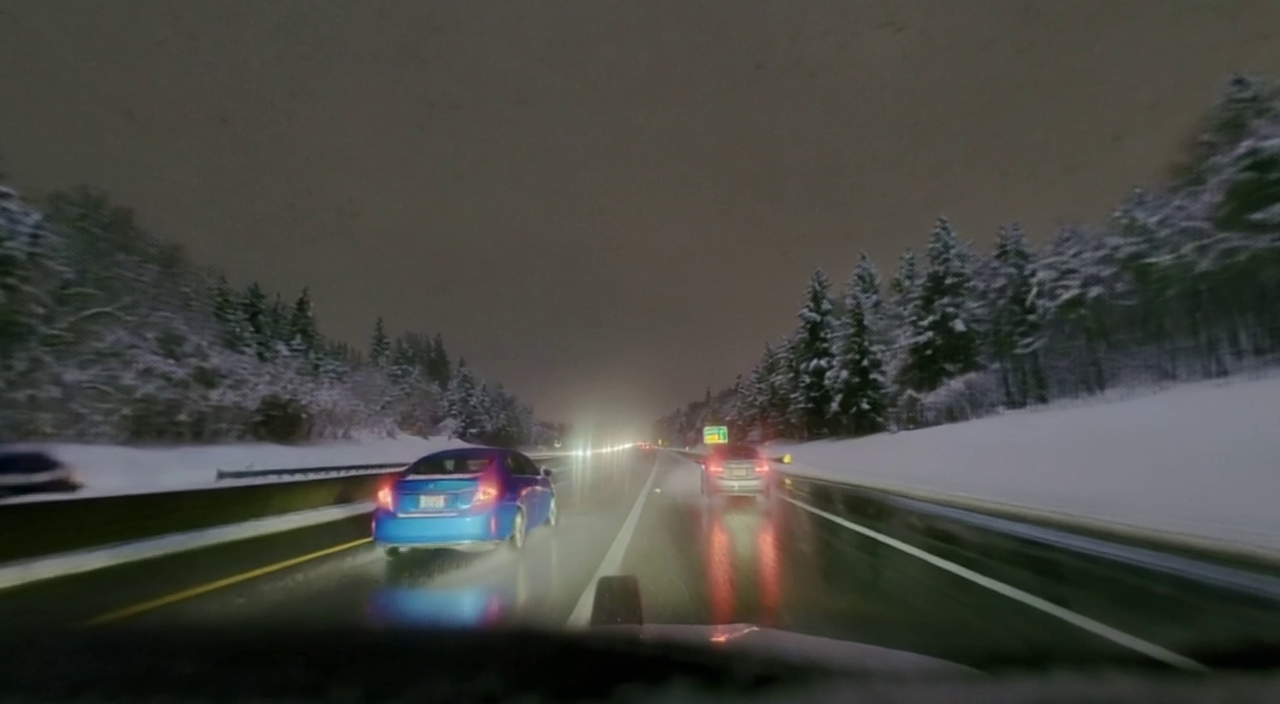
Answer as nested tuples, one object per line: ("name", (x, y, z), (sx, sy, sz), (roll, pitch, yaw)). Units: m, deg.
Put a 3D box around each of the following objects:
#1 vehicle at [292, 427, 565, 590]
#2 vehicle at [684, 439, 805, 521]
("vehicle", (-2.304, 1.843, 8.243), (2.083, 1.548, 4.251), (0, -9, 0))
("vehicle", (2.142, 2.755, 14.017), (2.021, 1.533, 4.014), (0, -9, 0))
